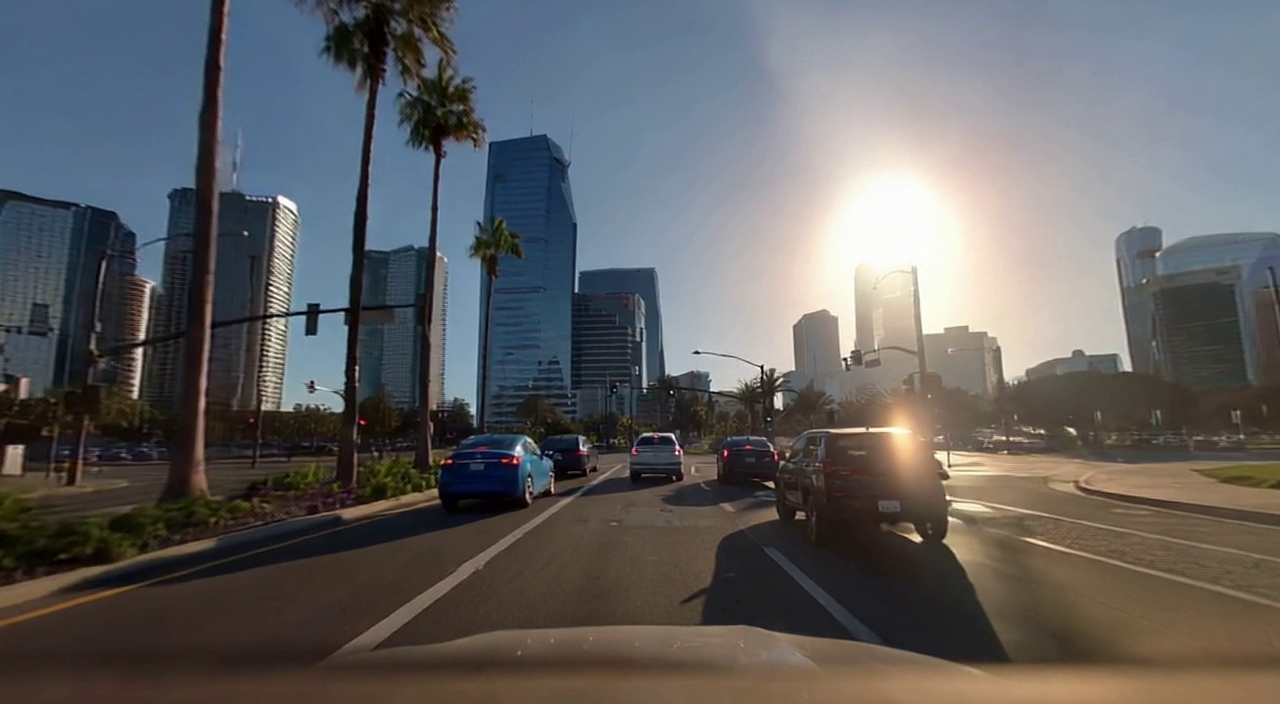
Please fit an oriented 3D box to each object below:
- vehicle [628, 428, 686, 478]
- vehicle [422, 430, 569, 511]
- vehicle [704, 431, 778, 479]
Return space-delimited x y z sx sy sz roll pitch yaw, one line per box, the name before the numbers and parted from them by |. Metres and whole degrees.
vehicle | 0.644 3.872 24.453 2.060 1.730 4.257 0 -8 1
vehicle | -2.943 2.548 14.050 1.962 1.480 4.605 -1 -8 3
vehicle | 3.538 3.694 22.798 1.936 1.567 3.896 0 -9 -1
